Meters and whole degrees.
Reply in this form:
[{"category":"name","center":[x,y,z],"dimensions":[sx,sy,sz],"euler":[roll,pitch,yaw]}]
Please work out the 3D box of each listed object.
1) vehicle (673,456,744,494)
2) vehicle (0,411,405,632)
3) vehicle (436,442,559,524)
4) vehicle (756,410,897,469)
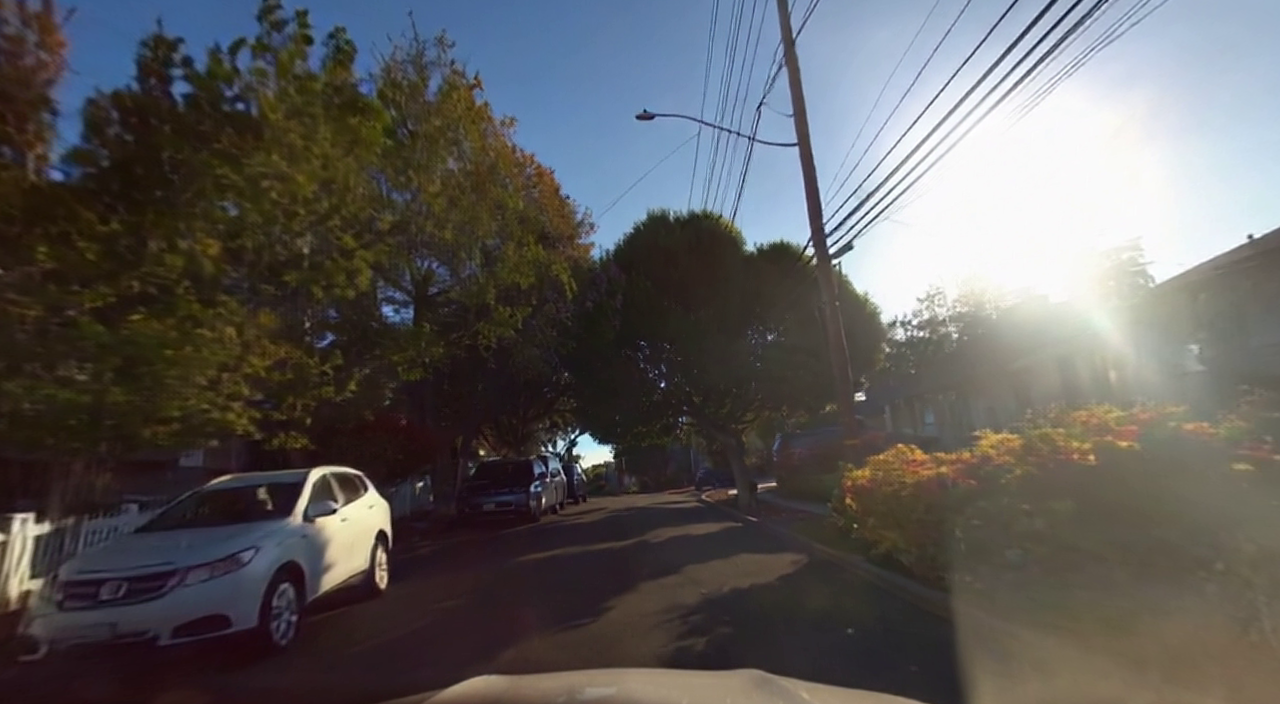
[{"category":"vehicle","center":[3.122,5.586,29.008],"dimensions":[3.005,1.535,4.025],"euler":[-1,-8,6]},{"category":"vehicle","center":[-4.995,1.518,5.972],"dimensions":[4.537,1.595,2.471],"euler":[1,-13,-2]},{"category":"vehicle","center":[-3.113,2.937,14.889],"dimensions":[2.081,1.589,4.691],"euler":[0,-8,-3]},{"category":"vehicle","center":[6.374,3.022,21.951],"dimensions":[4.249,1.905,1.904],"euler":[0,-8,-3]}]
